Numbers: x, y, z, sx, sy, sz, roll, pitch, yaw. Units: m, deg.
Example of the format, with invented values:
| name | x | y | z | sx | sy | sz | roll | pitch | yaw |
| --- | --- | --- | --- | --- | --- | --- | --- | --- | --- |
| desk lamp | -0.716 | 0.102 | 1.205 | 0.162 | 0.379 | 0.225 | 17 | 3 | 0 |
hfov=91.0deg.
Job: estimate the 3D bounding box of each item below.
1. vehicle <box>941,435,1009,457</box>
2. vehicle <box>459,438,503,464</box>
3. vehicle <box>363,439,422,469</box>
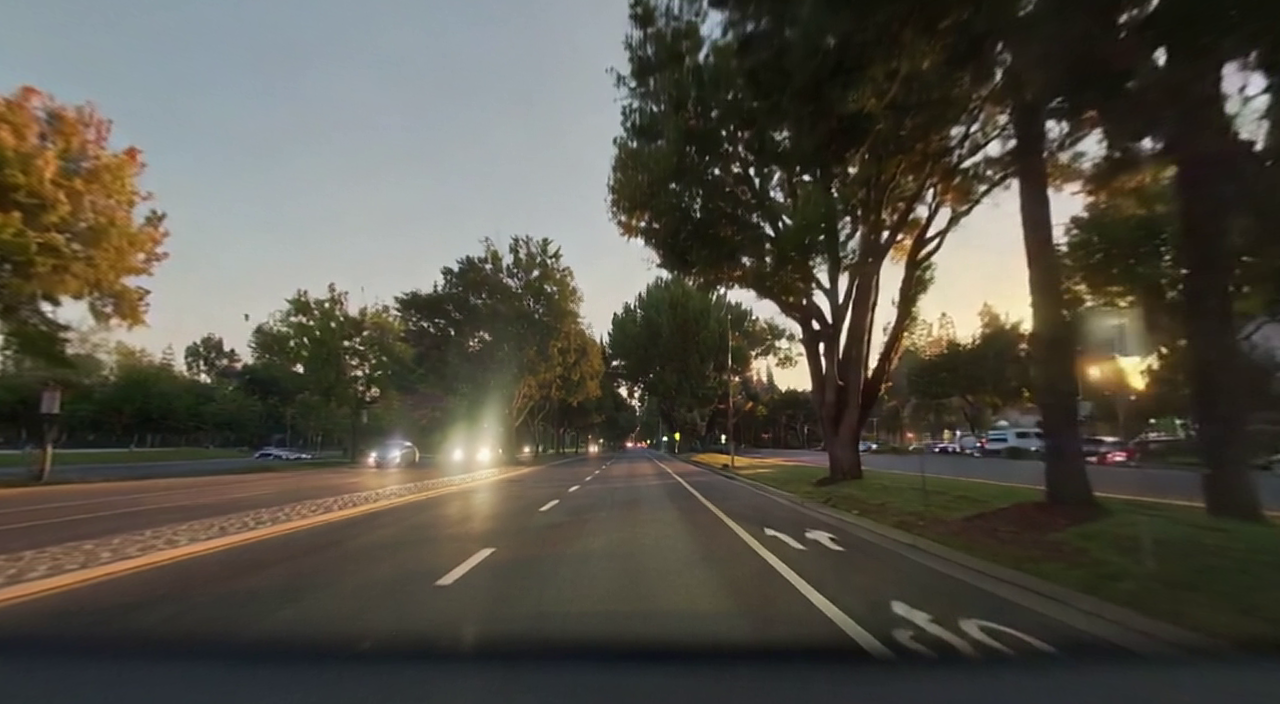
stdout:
| name | x | y | z | sx | sy | sz | roll | pitch | yaw |
| --- | --- | --- | --- | --- | --- | --- | --- | --- | --- |
| vehicle | 25.178 | 7.053 | 47.382 | 3.936 | 1.595 | 2.040 | 0 | -8 | 0 |
| vehicle | -12.003 | 7.499 | 47.828 | 2.146 | 1.847 | 4.437 | 0 | -9 | 1 |
| vehicle | -15.375 | 6.340 | 39.327 | 1.938 | 1.775 | 4.137 | 0 | -9 | 0 |
